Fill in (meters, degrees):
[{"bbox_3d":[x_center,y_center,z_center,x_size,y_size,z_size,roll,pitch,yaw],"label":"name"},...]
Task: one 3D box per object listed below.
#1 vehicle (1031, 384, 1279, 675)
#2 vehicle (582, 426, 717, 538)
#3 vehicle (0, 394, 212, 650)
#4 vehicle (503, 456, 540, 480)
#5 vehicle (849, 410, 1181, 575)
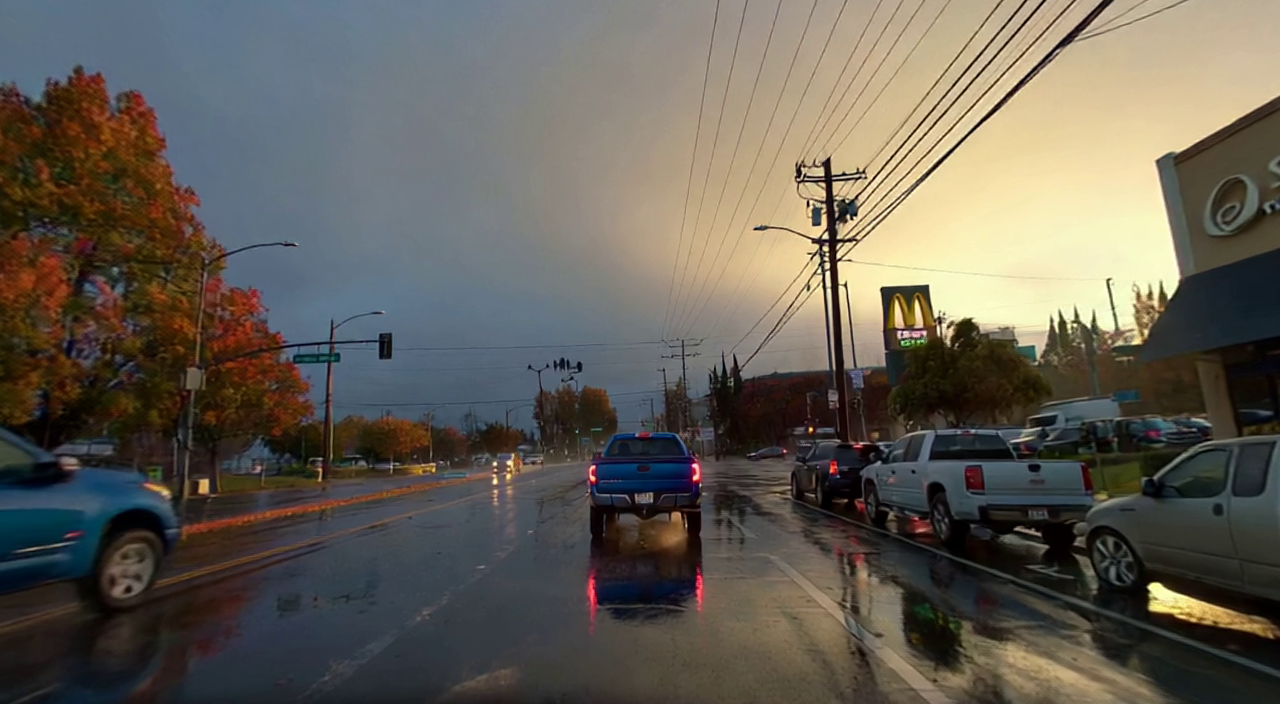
[{"bbox_3d":[4.902,1.094,3.889,2.014,1.755,4.520,0,-9,0],"label":"vehicle"},{"bbox_3d":[0.142,2.375,12.144,2.089,1.699,4.650,0,-9,0],"label":"vehicle"},{"bbox_3d":[-5.638,1.081,3.754,2.140,1.768,5.092,-1,-9,7],"label":"vehicle"},{"bbox_3d":[-9.051,8.868,48.418,1.968,1.654,4.292,0,-9,1],"label":"vehicle"},{"bbox_3d":[4.936,1.912,9.416,2.007,1.786,4.870,0,-9,1],"label":"vehicle"}]
